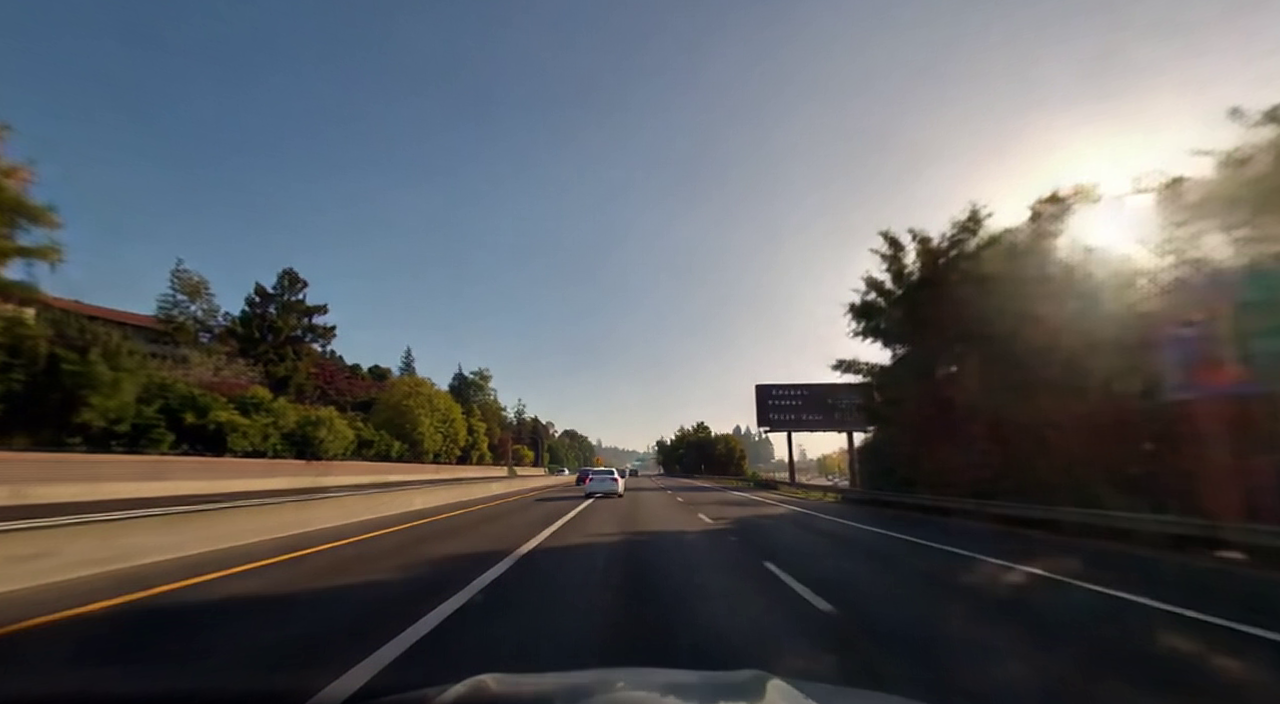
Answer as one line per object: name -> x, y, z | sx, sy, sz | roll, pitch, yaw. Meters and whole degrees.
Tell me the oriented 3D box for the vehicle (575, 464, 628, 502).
vehicle -> -1.641, 5.869, 28.463 | 2.016, 1.530, 4.009 | 1, -11, 2
